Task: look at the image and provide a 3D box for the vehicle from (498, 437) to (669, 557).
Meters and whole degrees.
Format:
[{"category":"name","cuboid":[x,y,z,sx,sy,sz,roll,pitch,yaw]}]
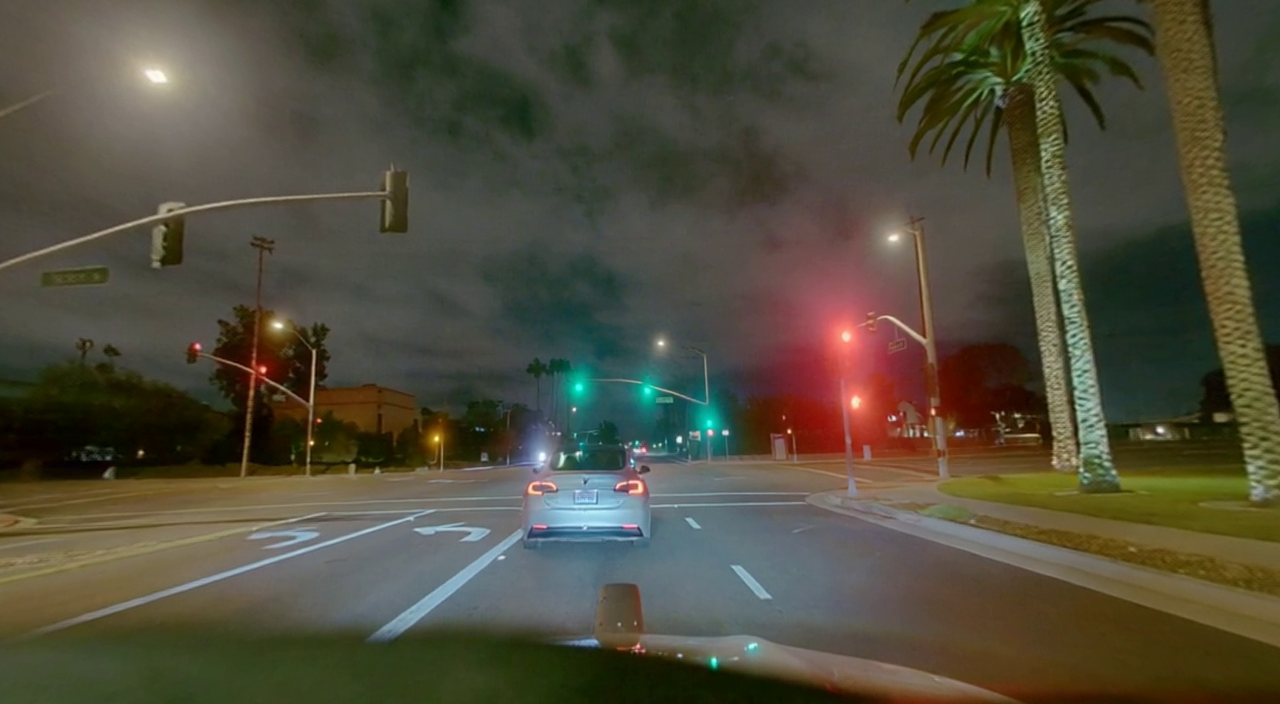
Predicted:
[{"category":"vehicle","cuboid":[-0.760,2.155,10.167,2.152,1.478,4.229,0,-9,-1]}]
